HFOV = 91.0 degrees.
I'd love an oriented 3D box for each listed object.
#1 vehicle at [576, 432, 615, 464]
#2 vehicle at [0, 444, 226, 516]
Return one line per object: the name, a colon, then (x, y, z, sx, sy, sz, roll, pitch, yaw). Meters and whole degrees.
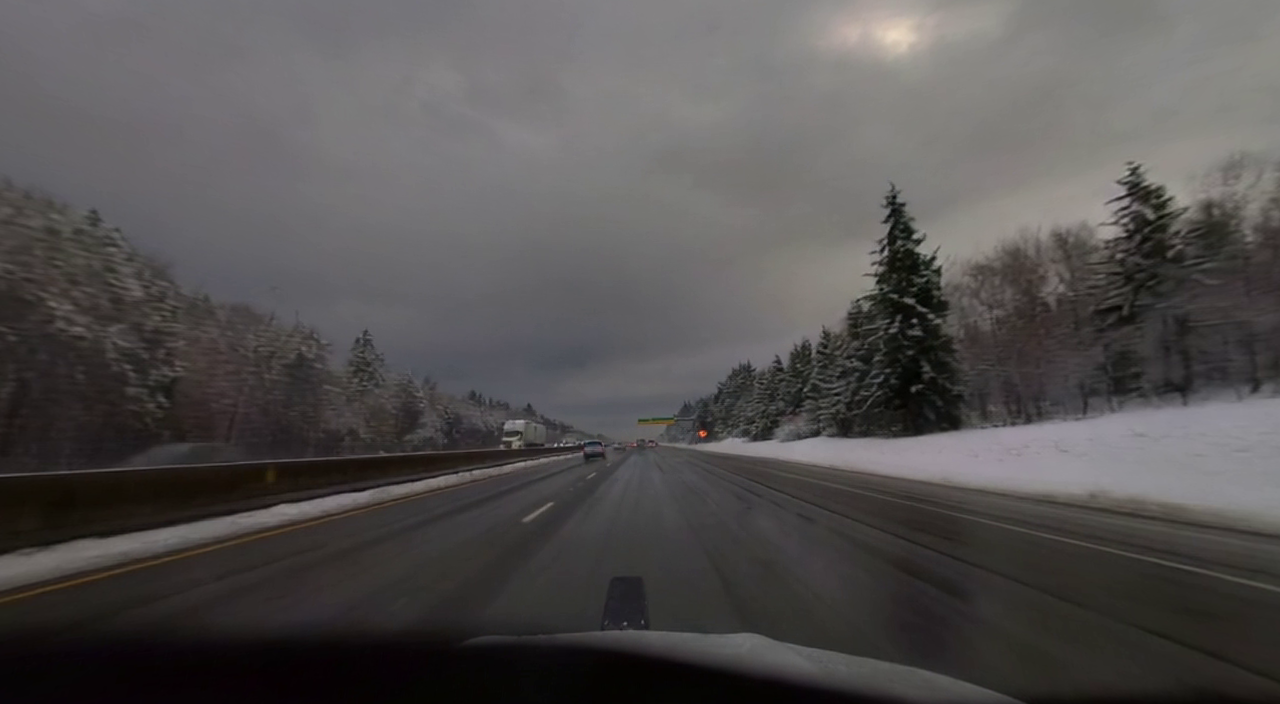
vehicle: (-3.002, 6.602, 43.355, 2.286, 2.011, 4.452, 0, -8, 2)
vehicle: (-12.895, 3.070, 15.736, 1.911, 1.515, 4.508, 0, -8, 1)
